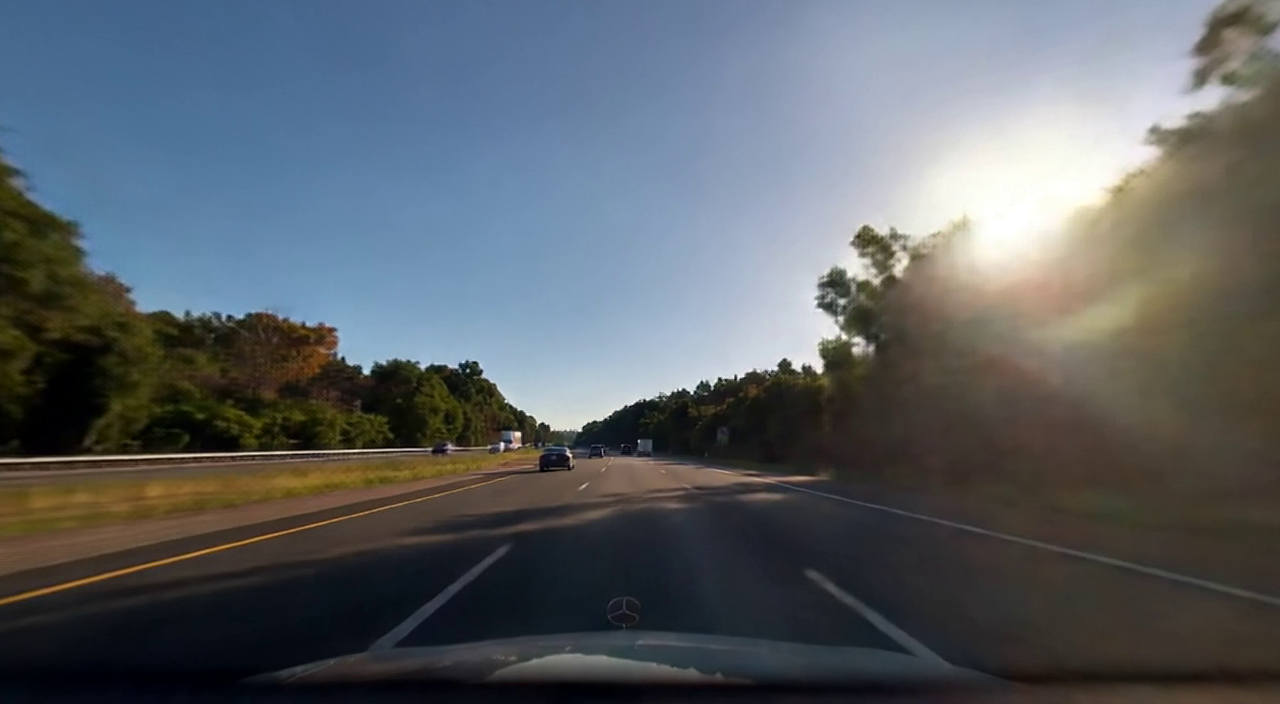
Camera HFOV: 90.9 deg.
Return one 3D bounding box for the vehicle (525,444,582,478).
[{"bbox_3d":[-4.080,5.234,30.512,2.169,1.473,4.631,0,-9,-1],"label":"vehicle"}]
